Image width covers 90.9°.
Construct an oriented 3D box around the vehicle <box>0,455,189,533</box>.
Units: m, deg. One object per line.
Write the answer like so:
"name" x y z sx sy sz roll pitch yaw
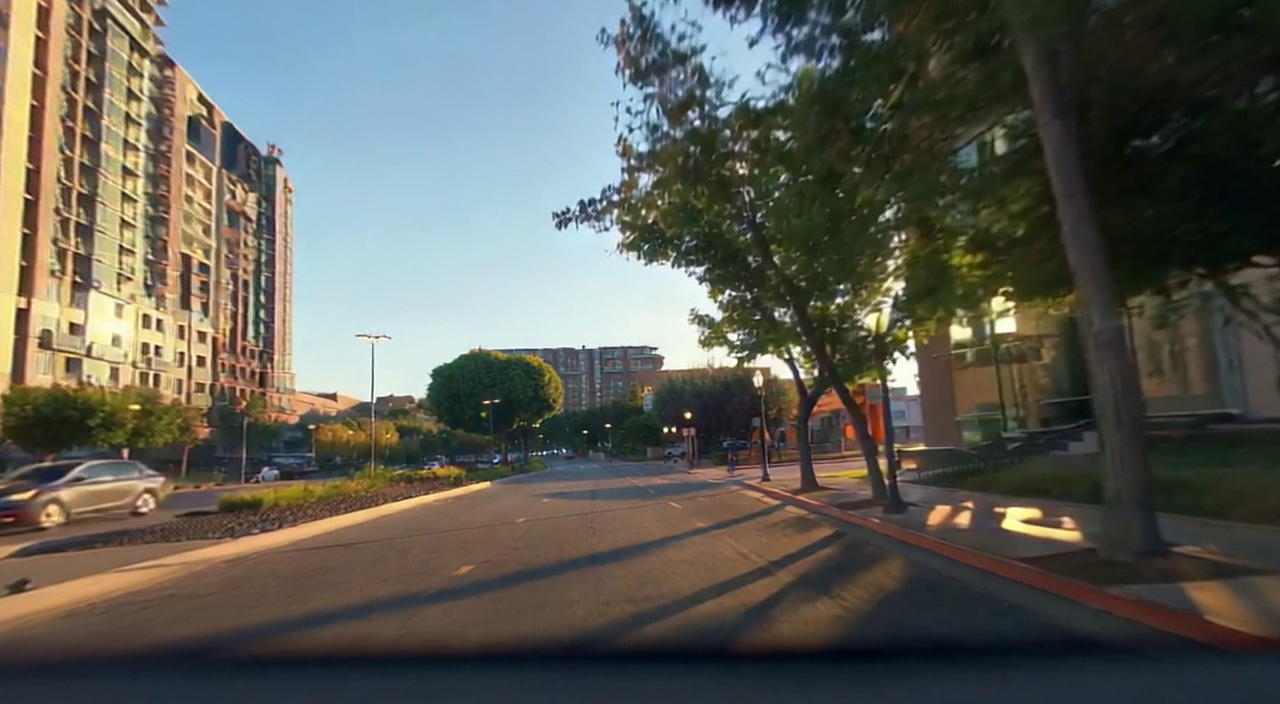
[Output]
"vehicle" -13.506 3.228 14.998 2.179 1.461 4.812 0 -8 -3
